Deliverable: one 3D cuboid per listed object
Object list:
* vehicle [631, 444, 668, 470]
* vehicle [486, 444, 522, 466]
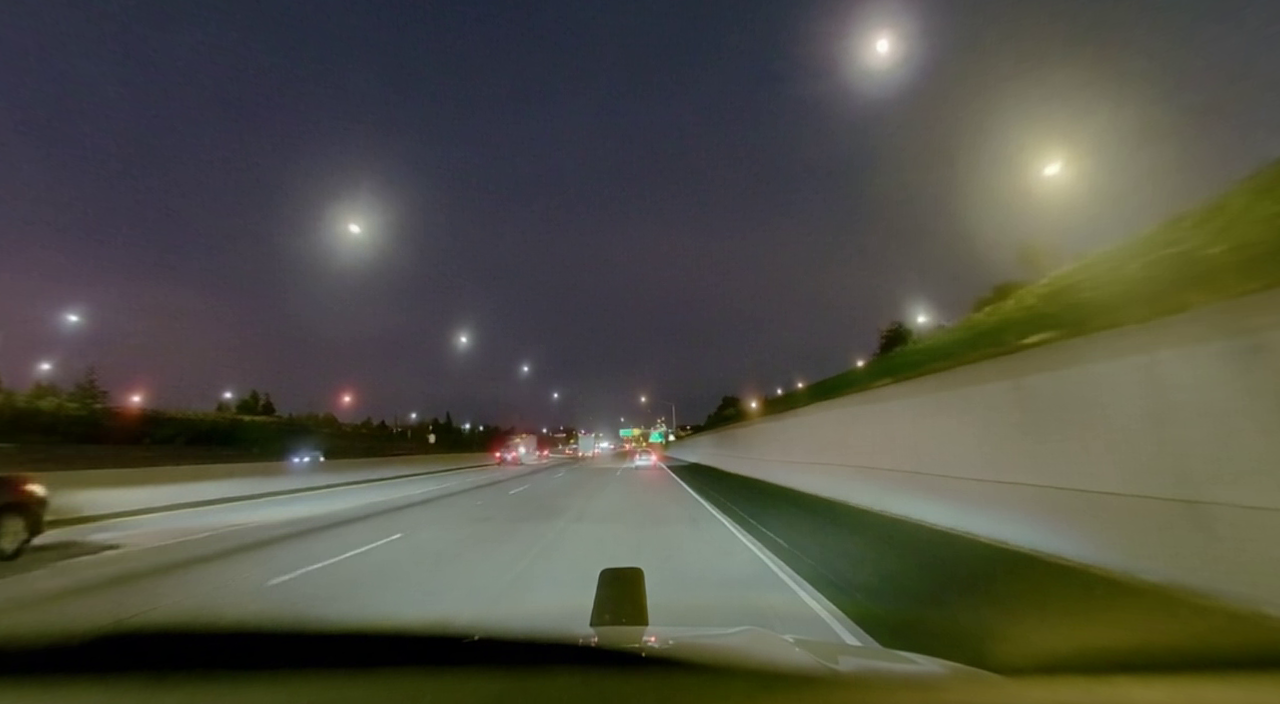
[{"bbox_3d":[0.561,6.479,39.064,2.137,1.461,3.999,-1,-8,0],"label":"vehicle"},{"bbox_3d":[-10.335,7.829,48.182,1.954,1.605,4.023,0,-8,-1],"label":"vehicle"}]
